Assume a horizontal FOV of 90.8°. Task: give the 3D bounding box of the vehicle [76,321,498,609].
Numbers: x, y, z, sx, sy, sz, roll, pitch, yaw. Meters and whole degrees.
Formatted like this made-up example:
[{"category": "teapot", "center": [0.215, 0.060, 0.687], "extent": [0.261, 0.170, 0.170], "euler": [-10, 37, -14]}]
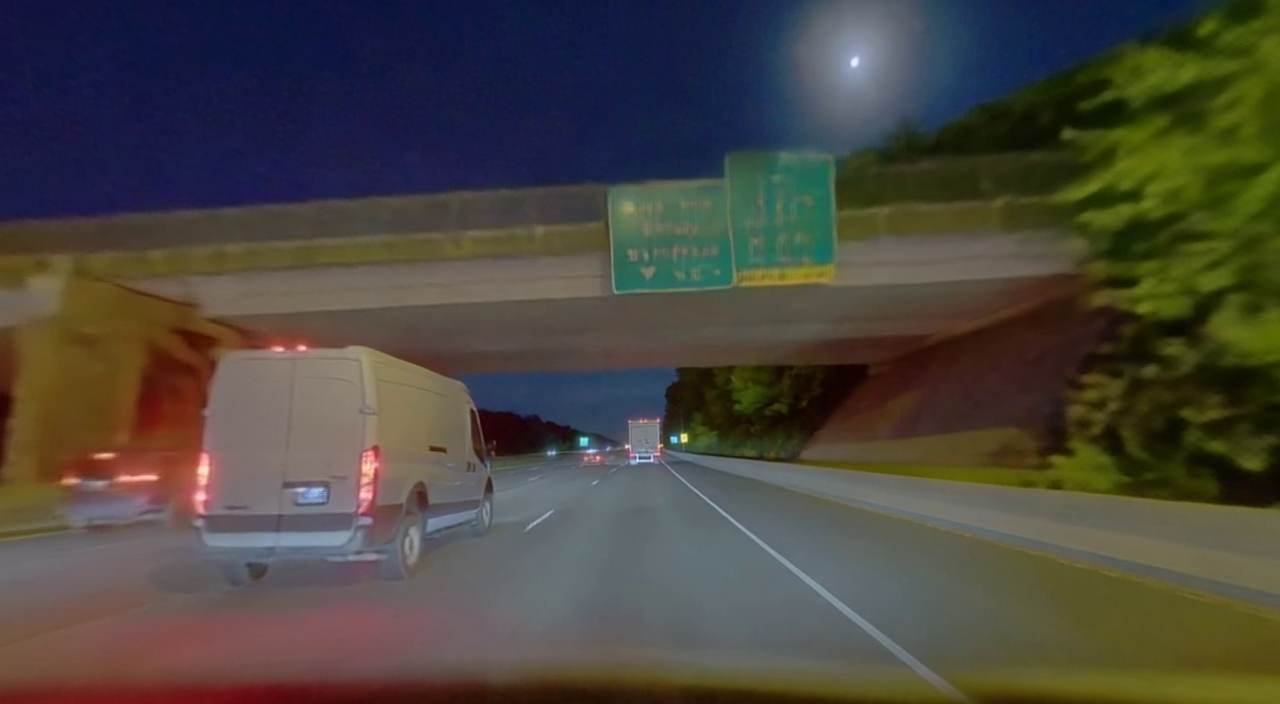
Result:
[{"category": "vehicle", "center": [-3.944, 1.483, 8.933], "extent": [2.504, 2.694, 5.934], "euler": [0, -9, 0]}]
